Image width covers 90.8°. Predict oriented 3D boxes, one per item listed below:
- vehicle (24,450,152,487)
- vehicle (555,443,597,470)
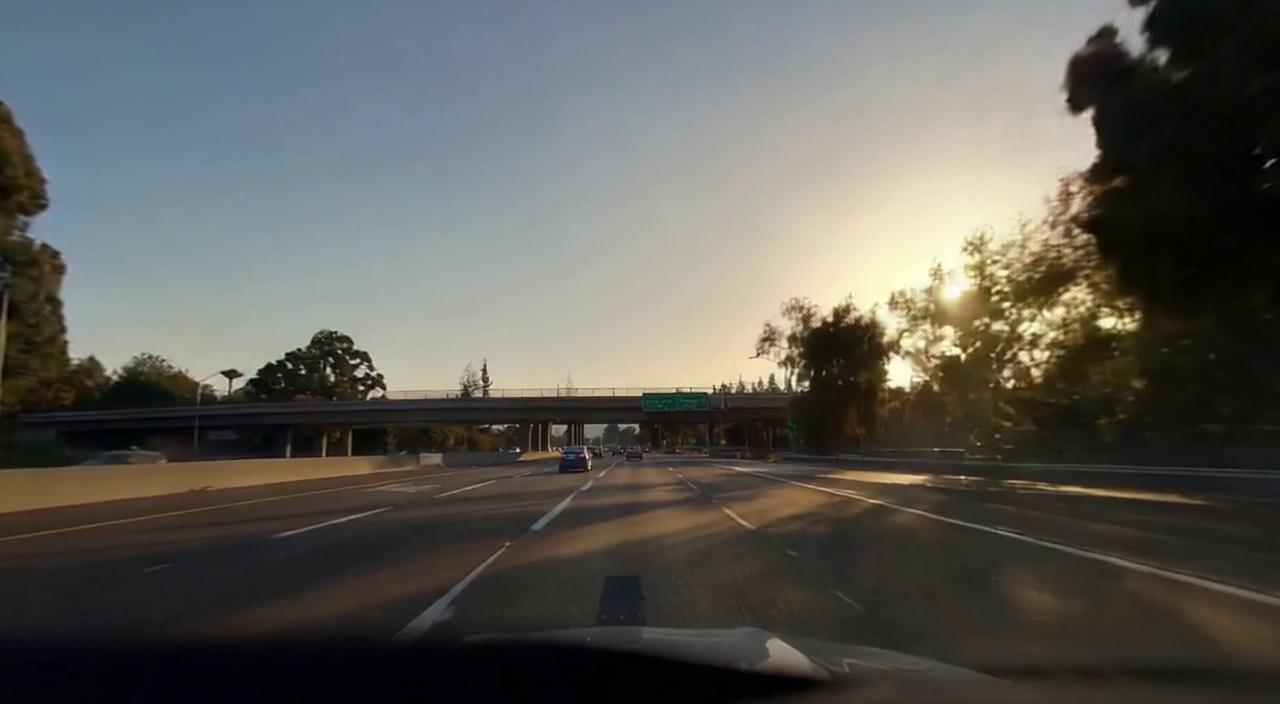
[{"bbox_3d":[-24.800,5.230,28.647,1.790,1.470,4.430,0,-8,0],"label":"vehicle"},{"bbox_3d":[-3.846,6.402,38.847,2.091,1.544,4.409,0,-8,1],"label":"vehicle"}]
